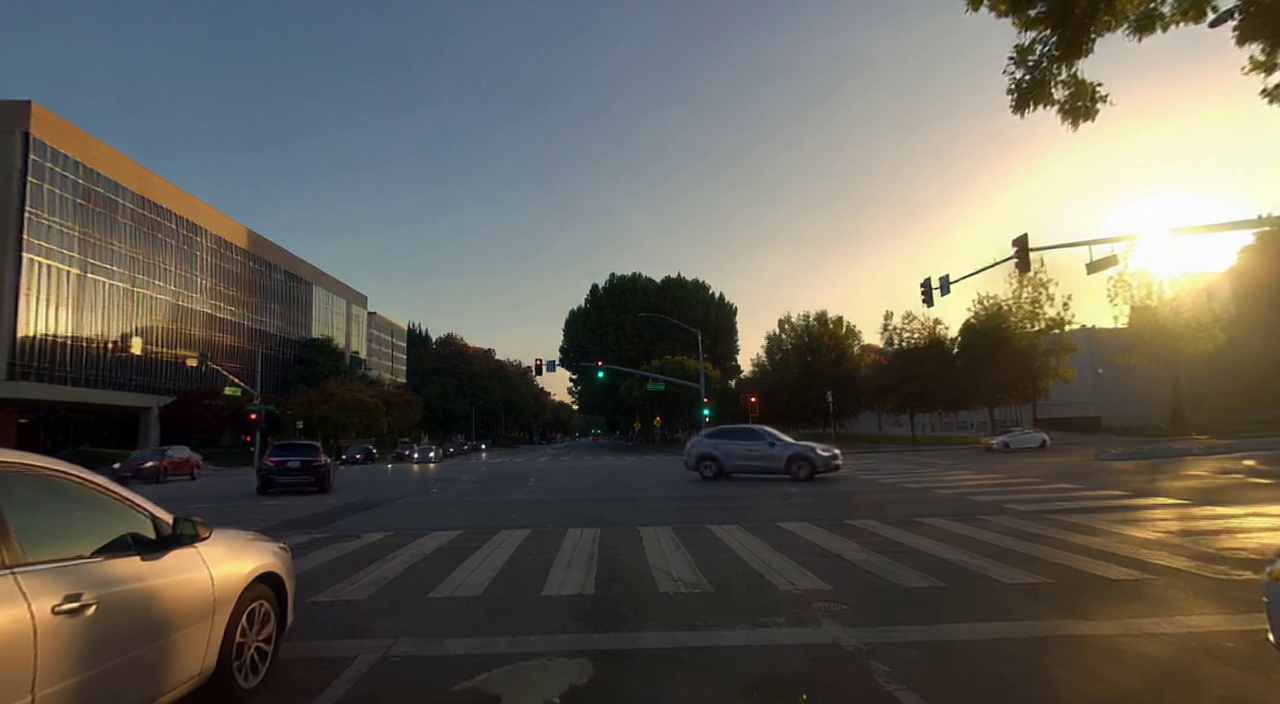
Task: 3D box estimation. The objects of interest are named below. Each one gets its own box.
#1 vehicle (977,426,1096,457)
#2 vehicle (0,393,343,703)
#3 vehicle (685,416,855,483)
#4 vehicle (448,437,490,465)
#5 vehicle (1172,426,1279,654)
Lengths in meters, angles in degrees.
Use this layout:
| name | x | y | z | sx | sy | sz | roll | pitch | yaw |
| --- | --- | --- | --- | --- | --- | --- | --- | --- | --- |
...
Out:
| name | x | y | z | sx | sy | sz | roll | pitch | yaw |
| --- | --- | --- | --- | --- | --- | --- | --- | --- | --- |
| vehicle | 19.875 | 4.510 | 31.791 | 4.660 | 1.495 | 2.007 | 0 | -8 | -2 |
| vehicle | -3.067 | 0.894 | 2.144 | 1.919 | 1.478 | 4.720 | 0 | -8 | -1 |
| vehicle | 4.064 | 3.062 | 19.935 | 4.778 | 1.871 | 2.109 | -5 | -10 | 28 |
| vehicle | -12.804 | 7.413 | 47.520 | 2.051 | 1.715 | 4.346 | -3 | -6 | -2 |
| vehicle | 4.931 | 0.980 | 2.518 | 1.949 | 1.449 | 4.530 | -1 | -8 | 5 |
